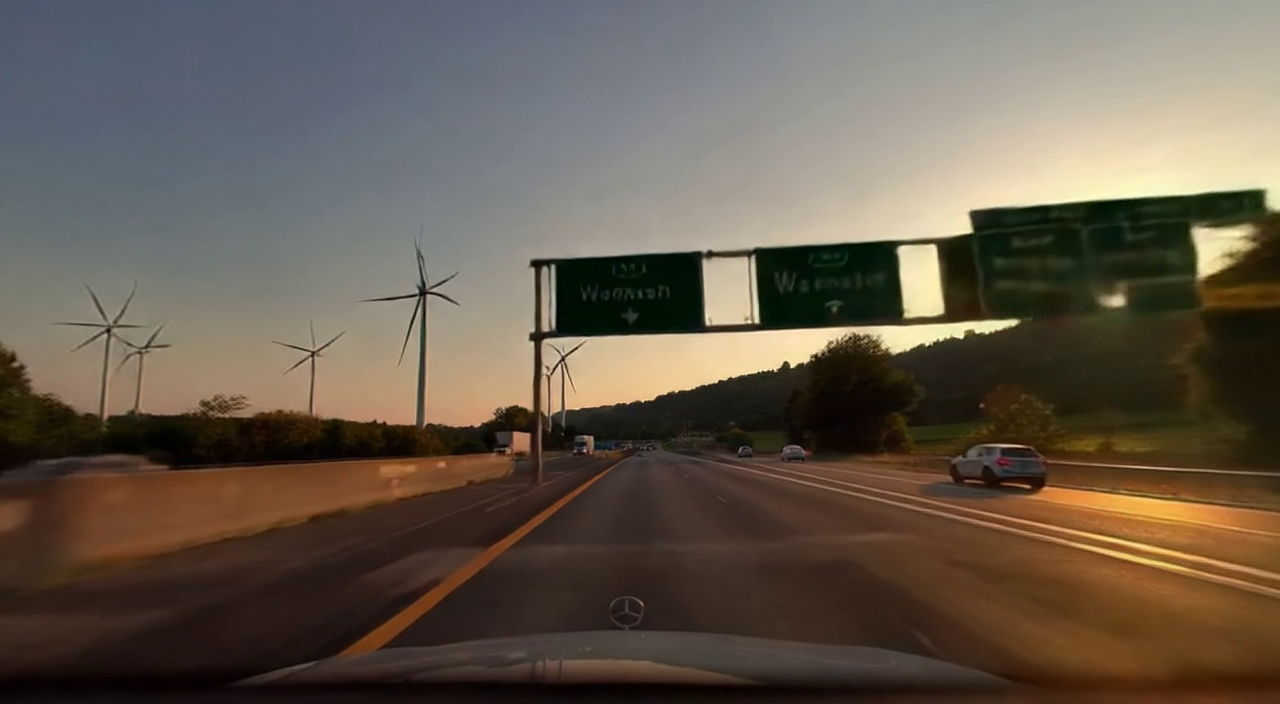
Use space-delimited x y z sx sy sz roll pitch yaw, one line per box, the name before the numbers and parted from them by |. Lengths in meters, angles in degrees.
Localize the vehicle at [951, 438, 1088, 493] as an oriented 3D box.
vehicle | 12.953 3.896 21.946 1.897 1.669 4.825 0 -9 2
